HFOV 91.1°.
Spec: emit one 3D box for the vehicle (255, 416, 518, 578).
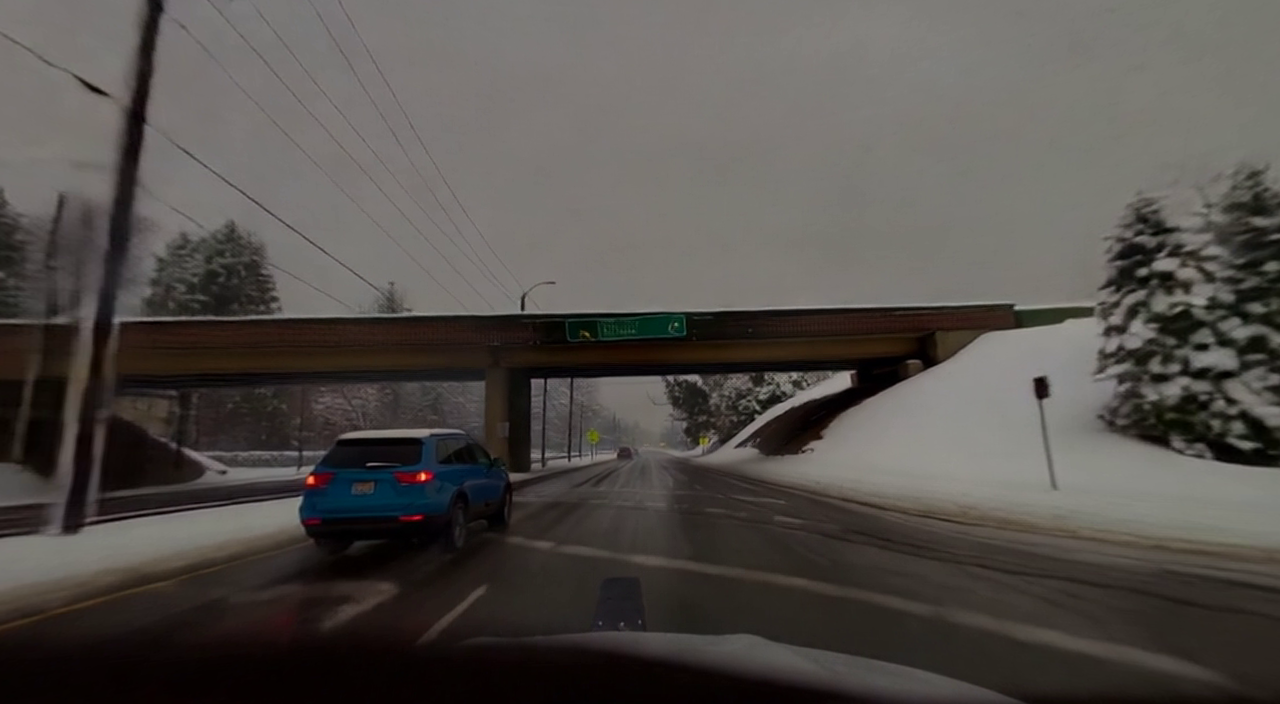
[{"bbox_3d":[-3.131,1.877,8.930,1.882,1.704,4.335,0,-9,1],"label":"vehicle"}]
